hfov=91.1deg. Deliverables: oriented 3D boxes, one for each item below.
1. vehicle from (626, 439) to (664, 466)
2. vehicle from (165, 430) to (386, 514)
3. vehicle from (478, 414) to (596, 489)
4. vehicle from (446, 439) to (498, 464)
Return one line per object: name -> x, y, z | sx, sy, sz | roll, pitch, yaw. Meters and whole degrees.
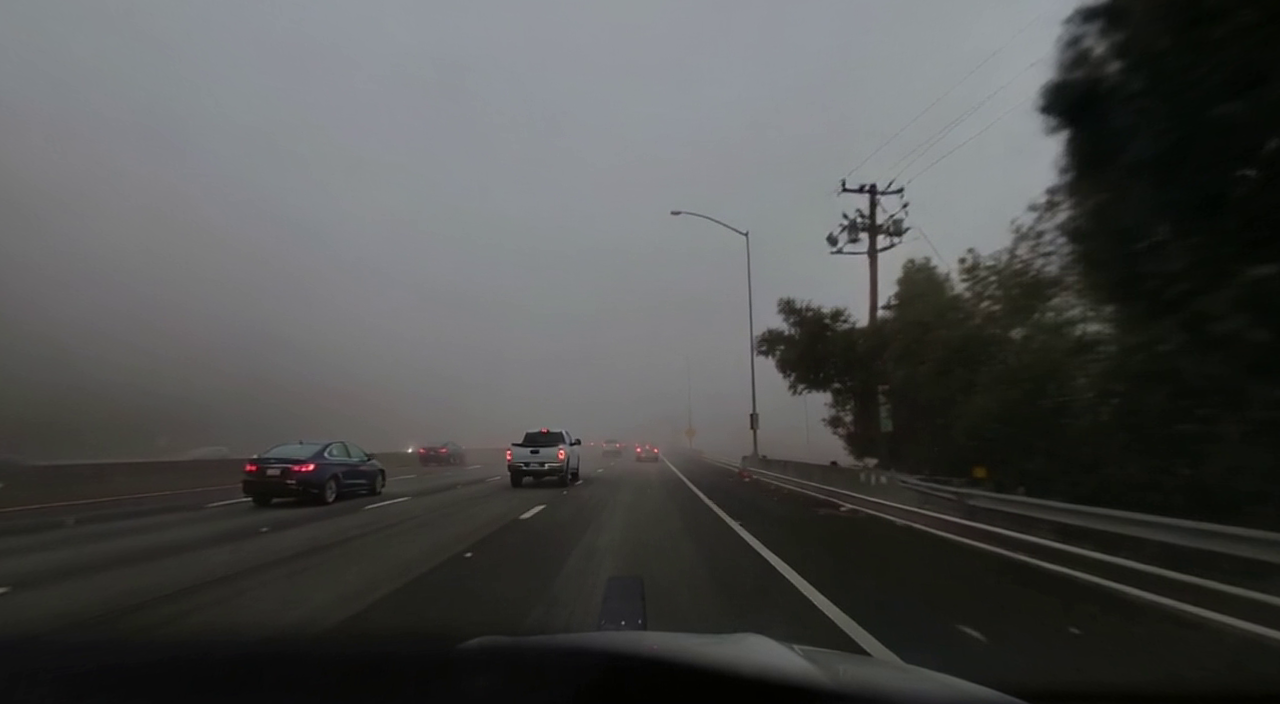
vehicle -> 0.314, 5.714, 35.836 | 2.013, 1.444, 4.447 | 0, -8, 1
vehicle -> -7.390, 2.459, 13.405 | 1.964, 1.481, 4.425 | 0, -8, 1
vehicle -> -3.129, 3.292, 21.010 | 2.815, 2.092, 6.526 | 0, -8, 1
vehicle -> -10.453, 6.192, 39.374 | 1.915, 1.472, 4.502 | 0, -8, 2
